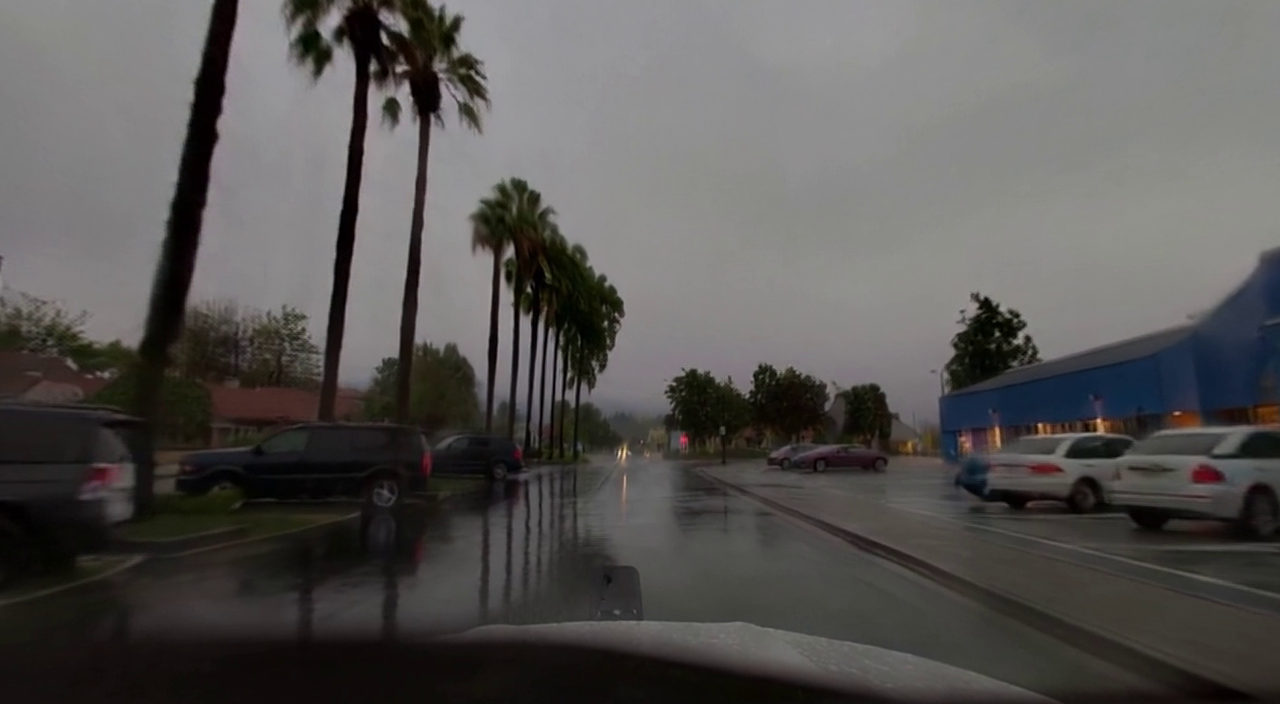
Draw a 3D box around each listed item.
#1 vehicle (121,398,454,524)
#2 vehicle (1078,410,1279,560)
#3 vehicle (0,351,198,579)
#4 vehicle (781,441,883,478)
[{"bbox_3d":[-6.063,1.914,11.363,4.763,1.801,2.013,6,-11,-34],"label":"vehicle"},{"bbox_3d":[9.540,1.950,9.865,4.916,1.814,2.232,4,-10,-27],"label":"vehicle"},{"bbox_3d":[-6.521,0.973,5.387,4.302,1.804,2.060,5,-12,-32],"label":"vehicle"},{"bbox_3d":[9.686,5.448,31.898,4.758,1.759,2.068,5,-12,-27],"label":"vehicle"}]
